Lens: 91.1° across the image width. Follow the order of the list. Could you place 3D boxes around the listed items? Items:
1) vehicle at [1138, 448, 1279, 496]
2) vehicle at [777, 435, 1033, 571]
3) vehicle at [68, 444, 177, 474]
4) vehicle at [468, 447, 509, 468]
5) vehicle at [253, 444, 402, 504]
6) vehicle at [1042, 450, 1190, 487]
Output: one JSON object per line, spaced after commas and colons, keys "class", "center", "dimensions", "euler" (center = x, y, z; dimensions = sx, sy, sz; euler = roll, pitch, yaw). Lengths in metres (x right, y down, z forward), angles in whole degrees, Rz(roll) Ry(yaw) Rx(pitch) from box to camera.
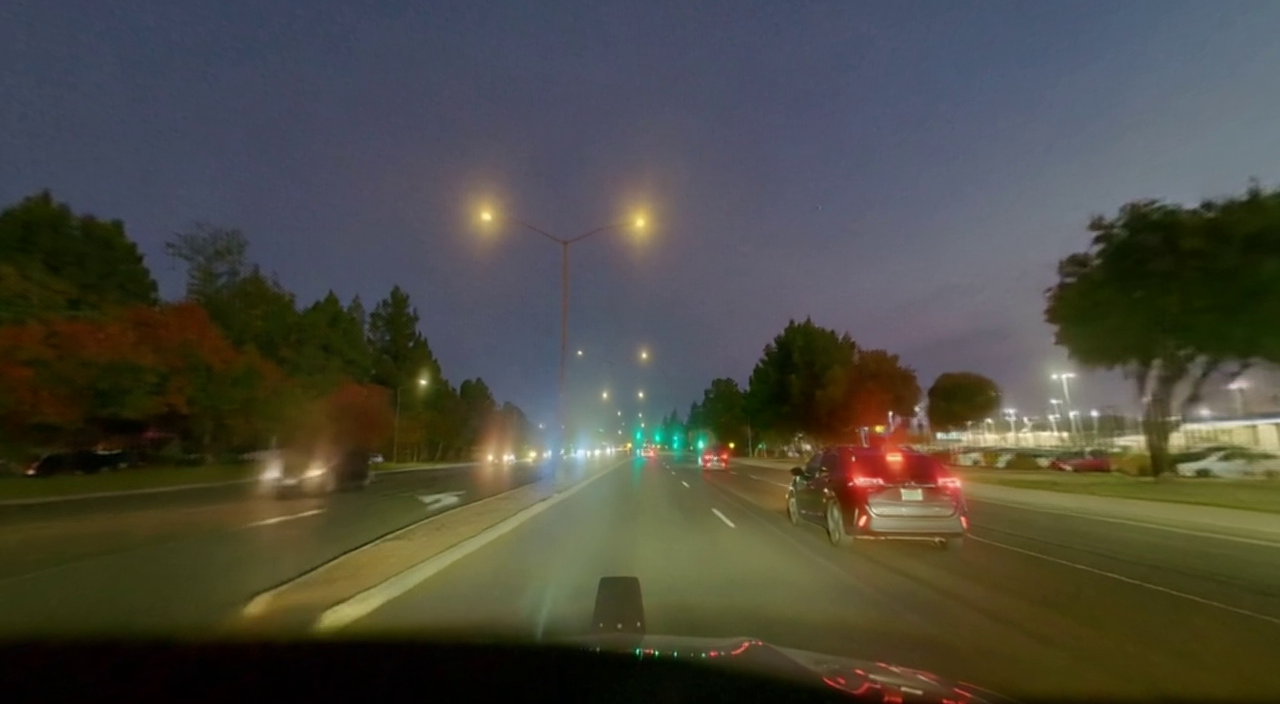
{"class": "vehicle", "center": [19.231, 3.876, 20.541], "dimensions": [4.127, 1.462, 1.861], "euler": [-1, -9, 4]}
{"class": "vehicle", "center": [3.455, 2.032, 9.297], "dimensions": [1.935, 1.501, 4.384], "euler": [0, -9, 1]}
{"class": "vehicle", "center": [-29.546, 6.109, 35.944], "dimensions": [4.409, 1.676, 1.917], "euler": [0, -9, -3]}
{"class": "vehicle", "center": [-11.766, 8.234, 49.100], "dimensions": [1.983, 1.567, 4.557], "euler": [0, -9, 1]}
{"class": "vehicle", "center": [-8.581, 3.357, 17.781], "dimensions": [1.946, 1.464, 4.376], "euler": [0, -9, 0]}
{"class": "vehicle", "center": [19.818, 4.865, 26.281], "dimensions": [4.504, 1.448, 2.027], "euler": [0, -9, 0]}
